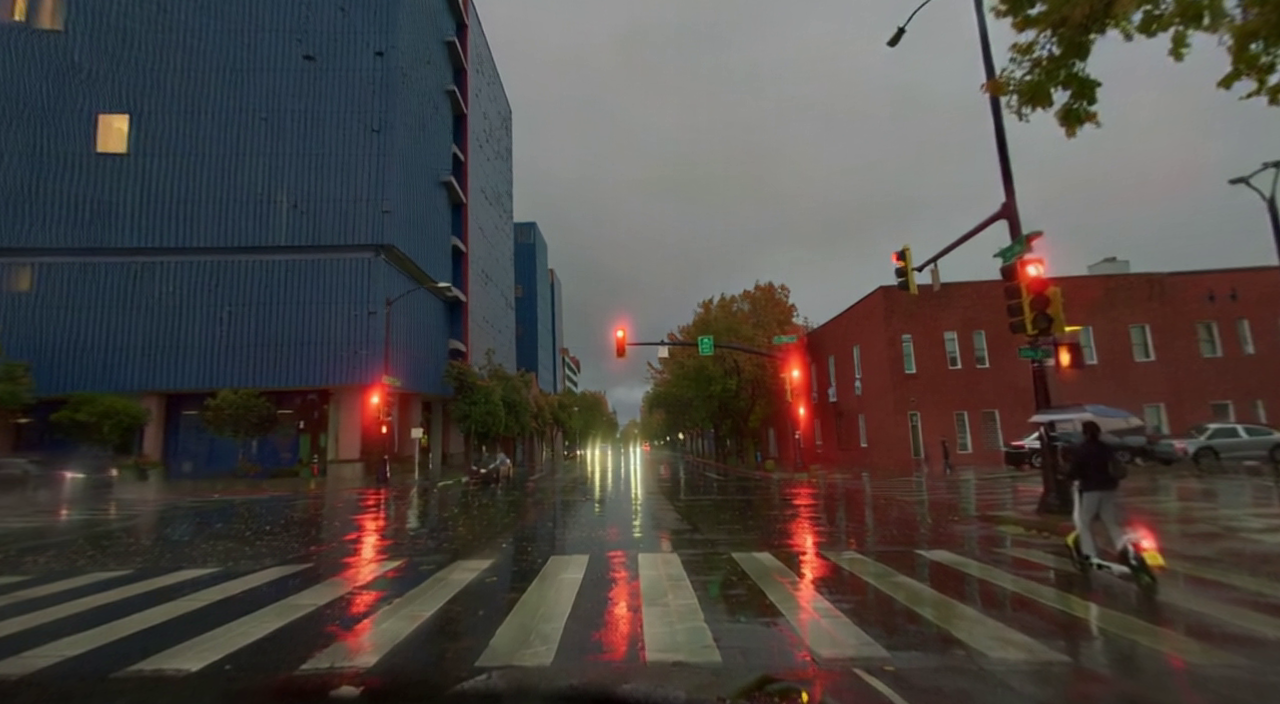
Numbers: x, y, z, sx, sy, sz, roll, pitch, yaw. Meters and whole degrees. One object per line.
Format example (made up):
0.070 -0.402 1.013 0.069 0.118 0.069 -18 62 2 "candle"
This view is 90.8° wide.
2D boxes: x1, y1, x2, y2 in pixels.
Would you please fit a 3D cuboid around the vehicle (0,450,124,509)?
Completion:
-18.622 3.752 18.794 4.641 1.616 2.051 0 -8 -1 "vehicle"
